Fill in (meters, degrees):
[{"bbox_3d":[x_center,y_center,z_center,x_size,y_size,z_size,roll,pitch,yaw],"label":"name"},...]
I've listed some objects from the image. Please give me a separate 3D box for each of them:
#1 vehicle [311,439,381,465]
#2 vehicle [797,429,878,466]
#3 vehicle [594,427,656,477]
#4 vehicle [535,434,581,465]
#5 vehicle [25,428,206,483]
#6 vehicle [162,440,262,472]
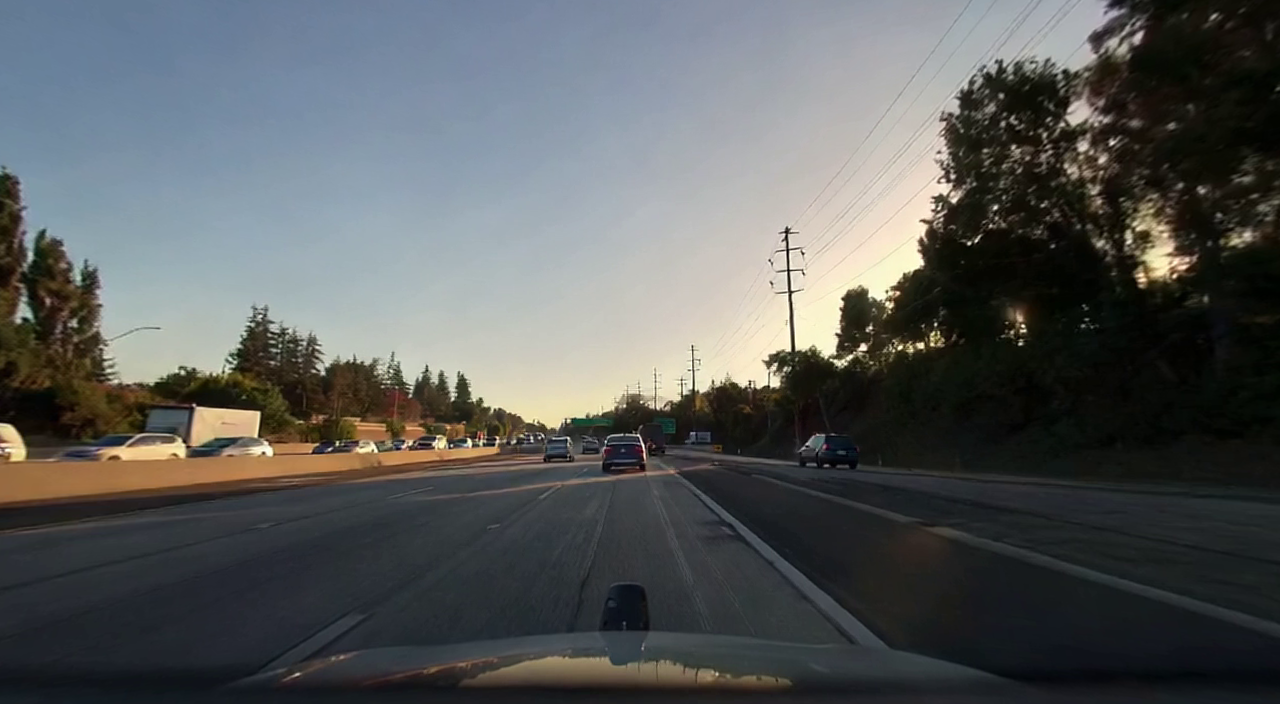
[{"bbox_3d":[-17.089,5.851,36.963,1.838,1.424,4.575,0,-8,1],"label":"vehicle"},{"bbox_3d":[9.872,4.828,31.986,2.099,1.720,4.829,1,-8,-7],"label":"vehicle"},{"bbox_3d":[-0.558,3.878,24.736,2.192,1.769,4.287,0,-8,-1],"label":"vehicle"},{"bbox_3d":[-4.611,5.555,36.072,2.130,1.685,4.341,0,-8,-1],"label":"vehicle"},{"bbox_3d":[-16.537,3.280,20.281,1.913,1.534,4.524,0,-8,0],"label":"vehicle"},{"bbox_3d":[-20.510,4.969,30.487,1.759,1.415,4.489,0,-8,-1],"label":"vehicle"}]
